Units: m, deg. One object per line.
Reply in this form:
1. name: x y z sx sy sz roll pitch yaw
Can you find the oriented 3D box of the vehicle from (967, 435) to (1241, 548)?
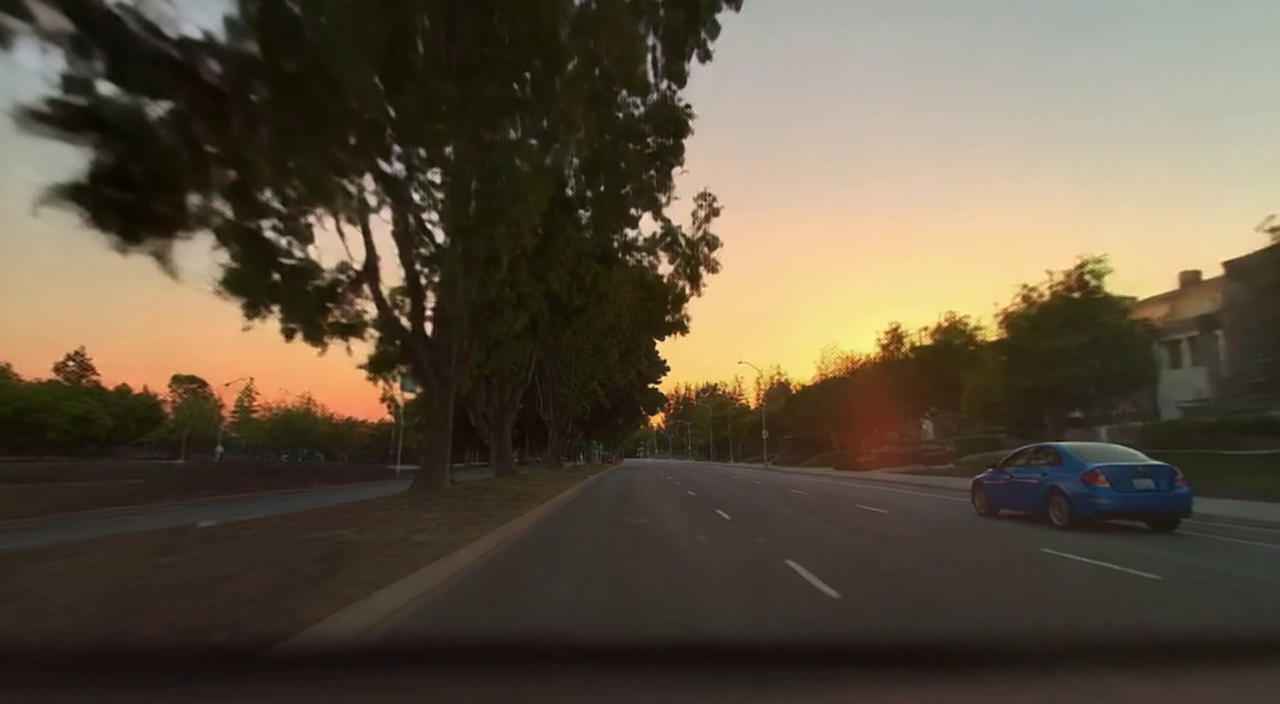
1. vehicle: 7.254 2.172 10.403 1.797 1.518 3.433 0 -9 -1
